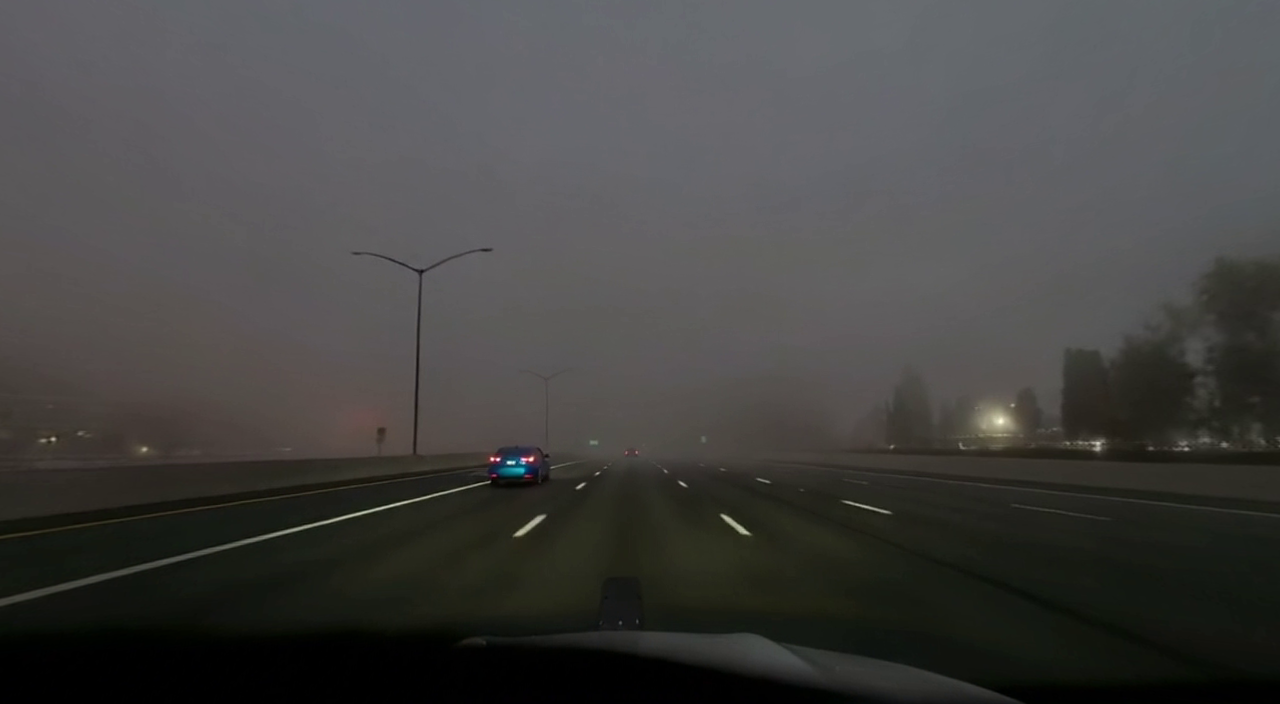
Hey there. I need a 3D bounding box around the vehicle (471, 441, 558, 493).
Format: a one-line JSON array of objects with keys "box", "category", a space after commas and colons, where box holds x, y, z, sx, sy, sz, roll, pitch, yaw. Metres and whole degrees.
[{"box": [-3.899, 3.644, 20.424, 1.900, 1.492, 4.495, 0, -9, 0], "category": "vehicle"}]
